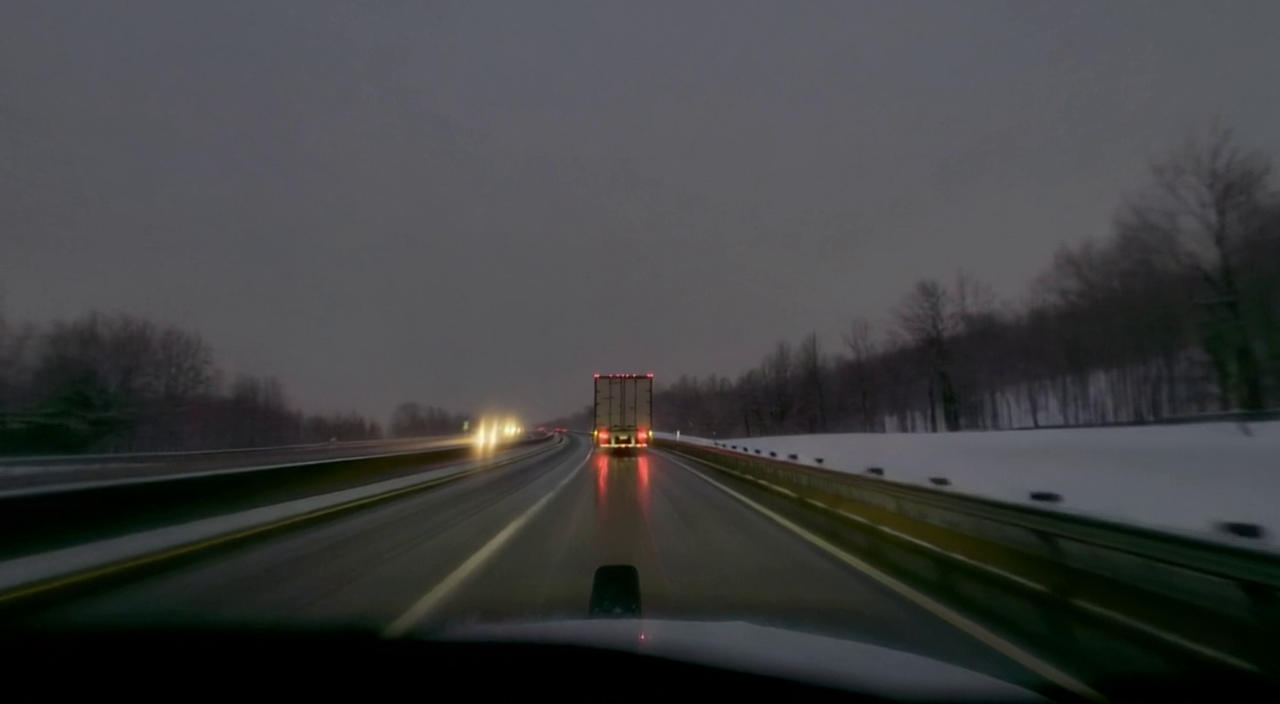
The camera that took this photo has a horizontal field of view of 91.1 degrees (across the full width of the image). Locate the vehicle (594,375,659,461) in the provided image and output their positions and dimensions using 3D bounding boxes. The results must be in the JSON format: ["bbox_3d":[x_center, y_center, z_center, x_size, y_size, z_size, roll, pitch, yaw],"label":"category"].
[{"bbox_3d":[-0.805,3.734,34.345,3.023,3.965,10.402,0,-8,-2],"label":"vehicle"}]
